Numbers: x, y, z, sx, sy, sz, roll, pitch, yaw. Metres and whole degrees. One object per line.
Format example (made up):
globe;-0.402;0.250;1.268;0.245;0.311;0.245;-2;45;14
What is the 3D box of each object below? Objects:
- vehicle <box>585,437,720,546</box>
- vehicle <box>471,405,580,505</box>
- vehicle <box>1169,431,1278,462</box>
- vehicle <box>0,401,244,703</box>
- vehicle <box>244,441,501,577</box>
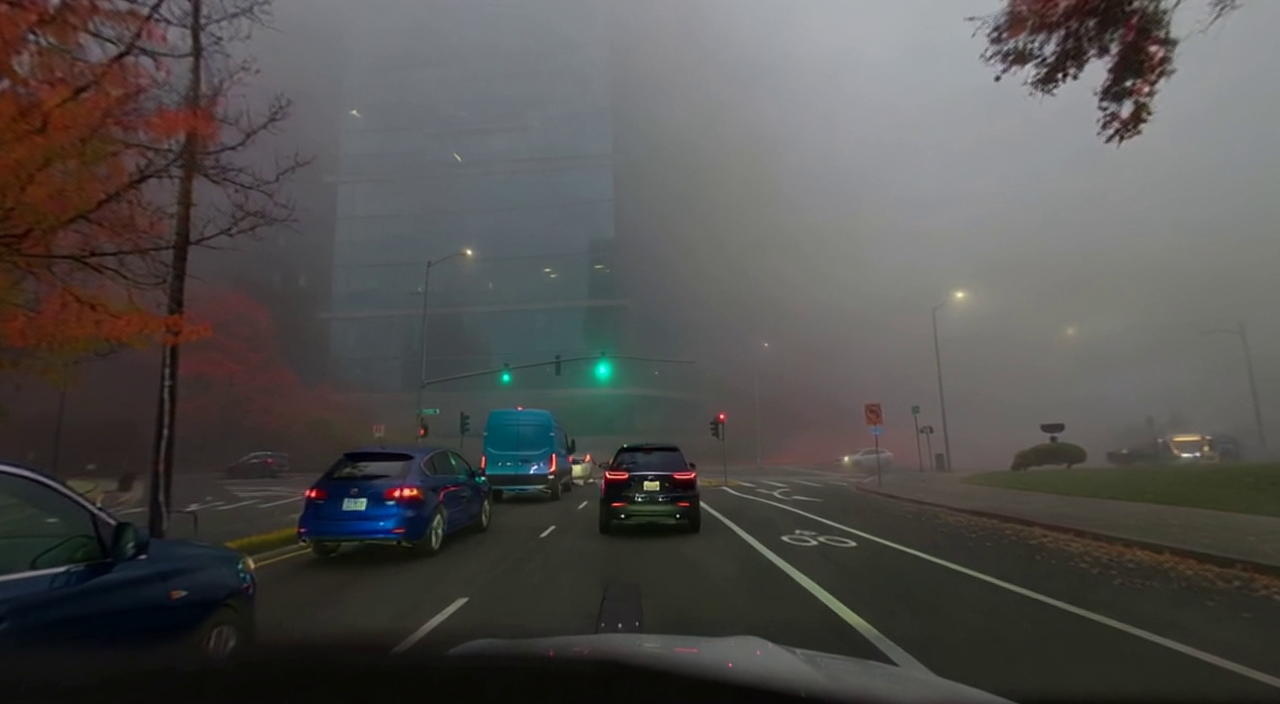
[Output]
vehicle;0.163;2.336;11.058;1.979;1.562;3.630;0;-9;0
vehicle;-3.312;3.186;19.613;2.343;2.635;5.684;0;-9;0
vehicle;28.604;4.681;30.895;1.631;1.416;3.914;-1;-9;1
vehicle;-2.903;0.783;1.103;1.893;1.491;3.798;0;-9;0
vehicle;-3.506;2.116;9.271;1.955;1.499;4.223;0;-9;0
